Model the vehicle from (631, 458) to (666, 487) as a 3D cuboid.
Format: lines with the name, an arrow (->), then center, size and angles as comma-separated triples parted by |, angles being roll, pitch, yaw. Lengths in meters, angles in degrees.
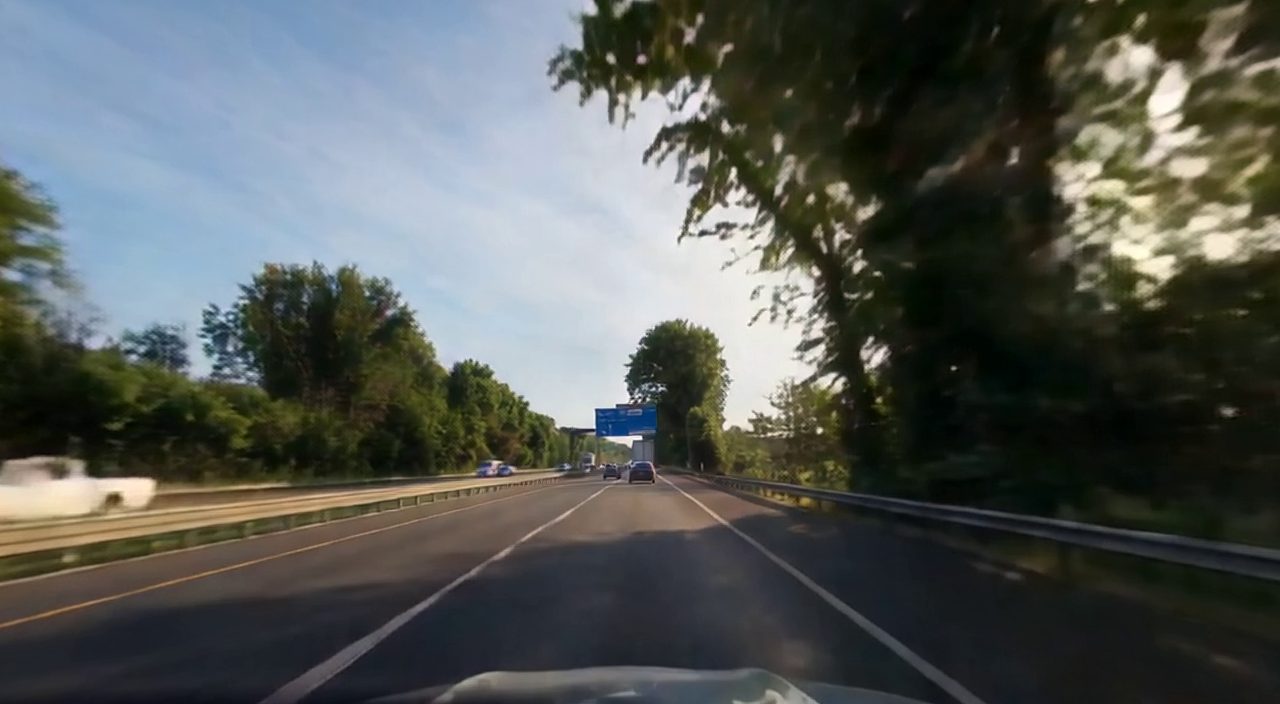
vehicle -> 0.466, 7.520, 39.308 | 2.048, 1.663, 4.377 | 1, -10, 0

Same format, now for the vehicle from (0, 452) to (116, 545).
vehicle -> -11.210, 2.365, 10.222 | 1.894, 1.469, 3.976 | 1, -10, 0
